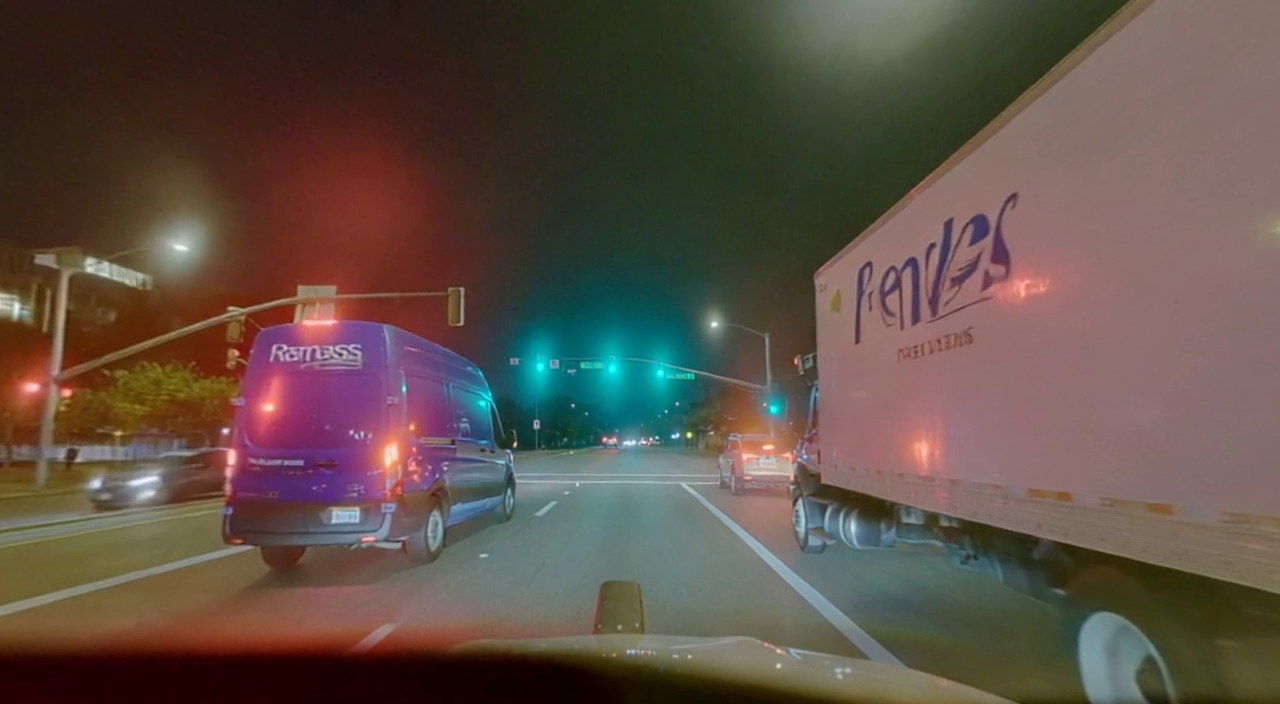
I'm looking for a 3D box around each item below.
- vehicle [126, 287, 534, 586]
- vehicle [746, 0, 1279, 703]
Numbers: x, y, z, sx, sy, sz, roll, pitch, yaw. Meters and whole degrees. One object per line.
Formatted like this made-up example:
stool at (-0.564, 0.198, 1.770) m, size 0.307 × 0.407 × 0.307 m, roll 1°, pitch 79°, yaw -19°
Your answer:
vehicle at (-3.413, 1.243, 9.172) m, size 2.443 × 2.784 × 6.493 m, roll 0°, pitch -9°, yaw 1°
vehicle at (3.183, 0.231, 5.081) m, size 2.861 × 3.525 × 9.858 m, roll 0°, pitch -9°, yaw 0°
